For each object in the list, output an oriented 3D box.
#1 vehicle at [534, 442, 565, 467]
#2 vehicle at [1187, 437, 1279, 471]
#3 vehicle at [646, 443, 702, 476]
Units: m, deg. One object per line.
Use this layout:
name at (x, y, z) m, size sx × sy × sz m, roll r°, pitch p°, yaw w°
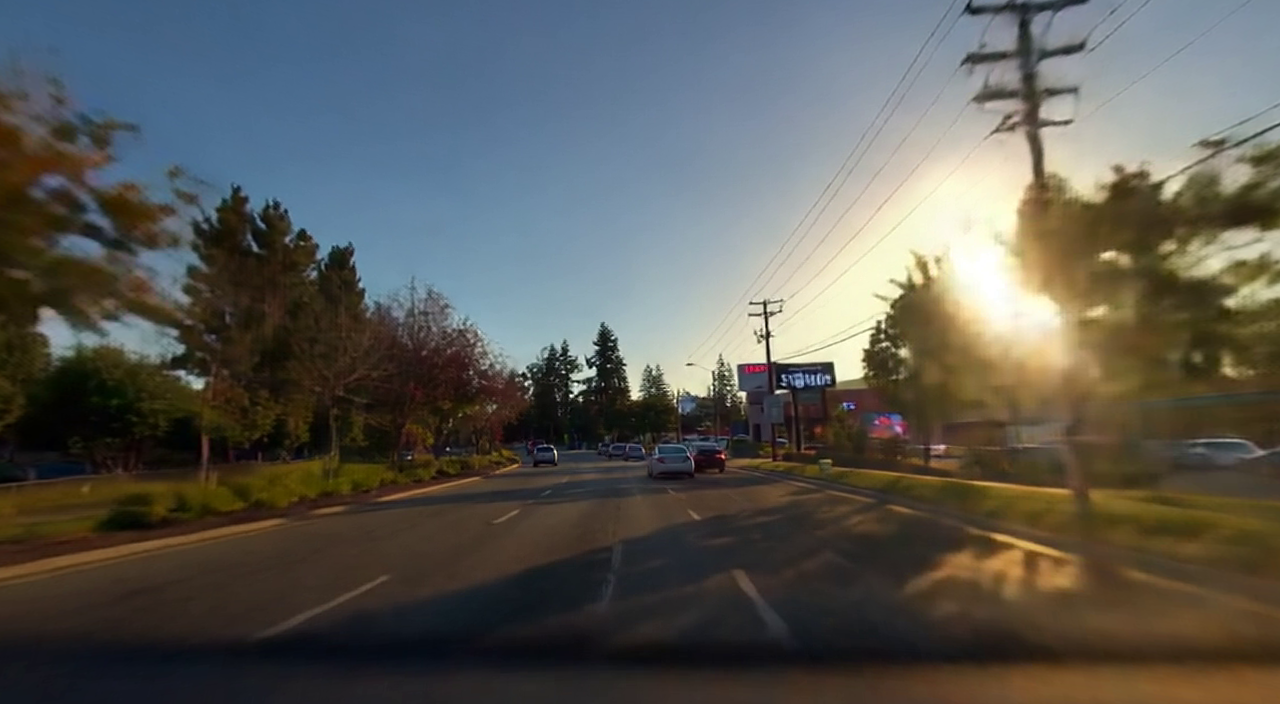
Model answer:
vehicle at (-6.877, 7.830, 48.313) m, size 2.195 × 1.752 × 4.515 m, roll 1°, pitch -9°, yaw -6°
vehicle at (32.503, 5.434, 33.615) m, size 4.430 × 1.617 × 2.092 m, roll -4°, pitch -10°, yaw 11°
vehicle at (1.511, 5.103, 30.204) m, size 2.130 × 1.476 × 4.453 m, roll 1°, pitch -9°, yaw -4°
